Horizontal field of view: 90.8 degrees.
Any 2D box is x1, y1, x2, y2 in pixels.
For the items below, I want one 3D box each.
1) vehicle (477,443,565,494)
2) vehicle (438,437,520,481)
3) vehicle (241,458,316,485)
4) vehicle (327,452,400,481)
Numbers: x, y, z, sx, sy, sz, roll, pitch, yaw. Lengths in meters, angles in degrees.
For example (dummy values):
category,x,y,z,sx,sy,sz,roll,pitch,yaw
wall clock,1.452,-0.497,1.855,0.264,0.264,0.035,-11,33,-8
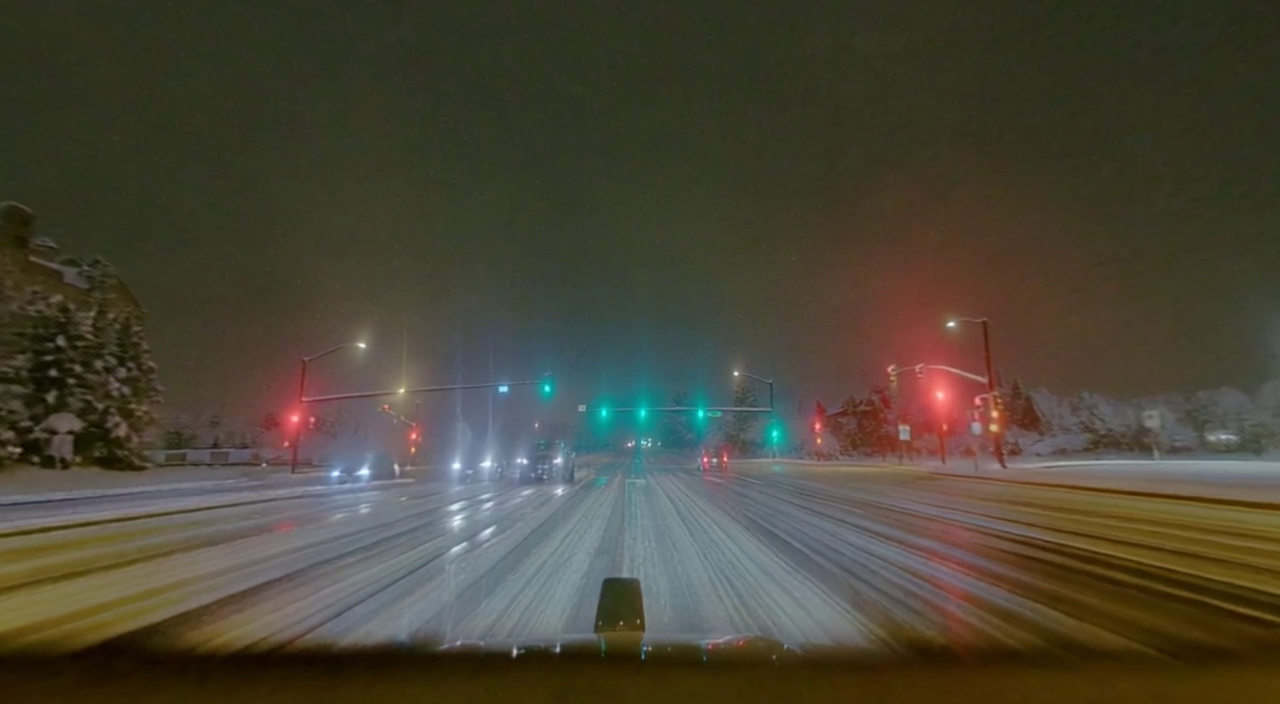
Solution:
category,x,y,z,sx,sy,sz,roll,pitch,yaw
vehicle,-3.726,3.732,20.658,2.018,1.463,4.603,0,-9,0
vehicle,-7.197,4.850,28.948,2.185,1.810,5.589,0,-8,1
vehicle,-22.512,7.408,39.538,1.863,1.477,4.730,0,-9,1
vehicle,-15.840,6.558,36.481,1.971,1.548,4.907,0,-9,1
